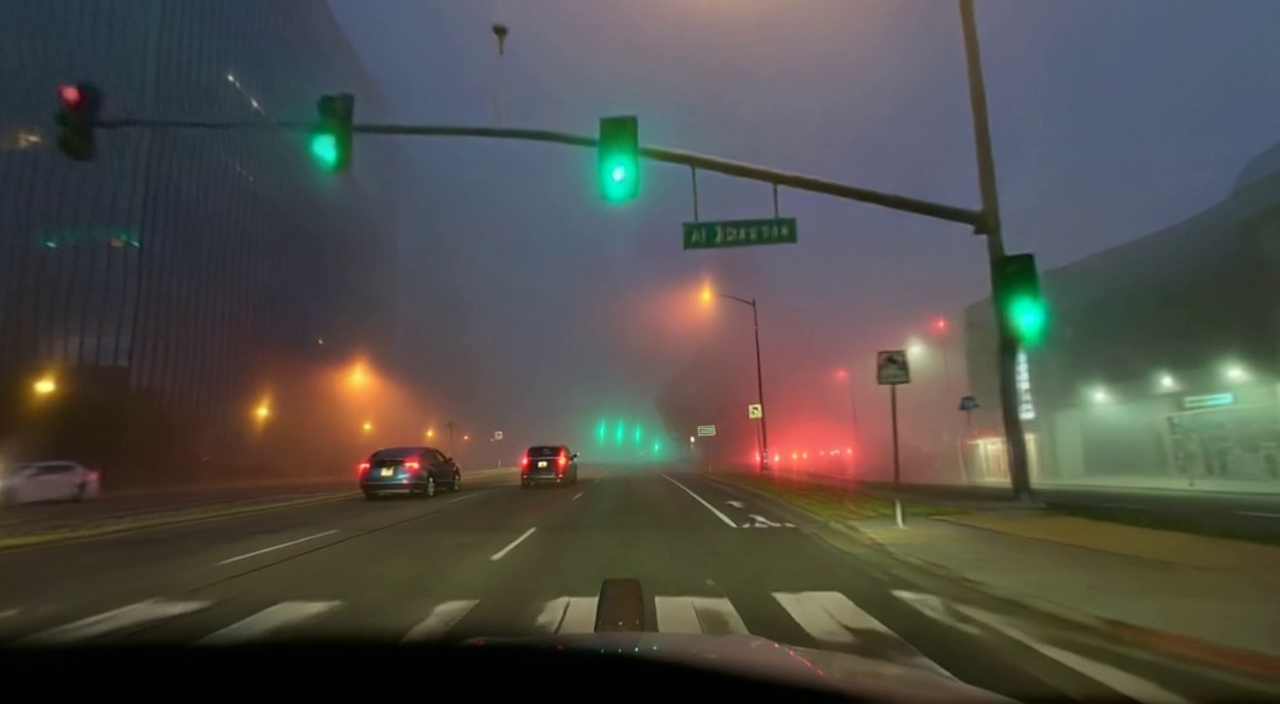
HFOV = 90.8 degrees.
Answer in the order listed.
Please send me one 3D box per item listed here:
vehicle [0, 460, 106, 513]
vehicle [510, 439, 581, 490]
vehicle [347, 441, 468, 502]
[{"bbox_3d":[-20.830,4.414,20.912,2.050,1.519,4.736,0,-8,2],"label":"vehicle"},{"bbox_3d":[-3.430,4.164,23.706,2.052,1.729,4.195,0,-8,0],"label":"vehicle"},{"bbox_3d":[-6.895,3.559,19.343,1.909,1.605,4.561,0,-8,1],"label":"vehicle"}]
